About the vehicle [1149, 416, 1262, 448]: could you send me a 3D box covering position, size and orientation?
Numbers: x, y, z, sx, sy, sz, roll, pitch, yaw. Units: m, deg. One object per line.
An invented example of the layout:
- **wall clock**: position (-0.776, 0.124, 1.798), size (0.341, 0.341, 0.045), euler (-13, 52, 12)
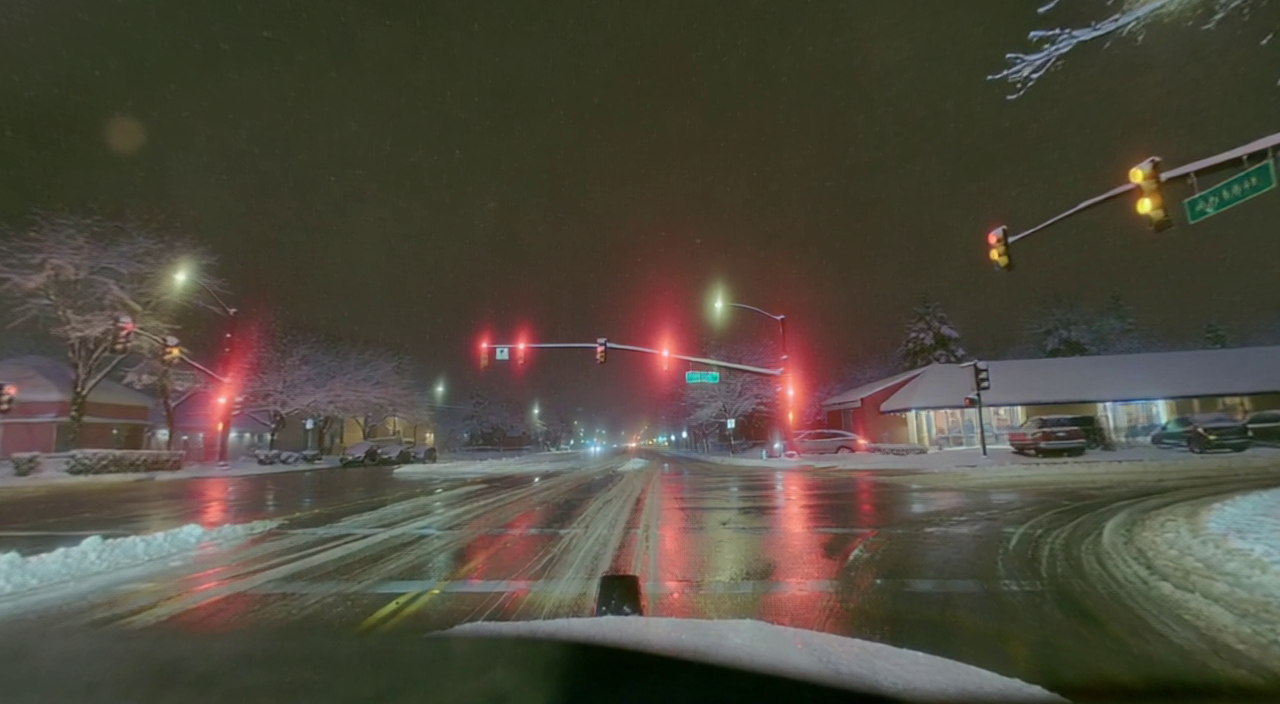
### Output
- **vehicle**: position (28.280, 4.074, 31.723), size (1.799, 1.459, 4.266), euler (0, -8, 3)
